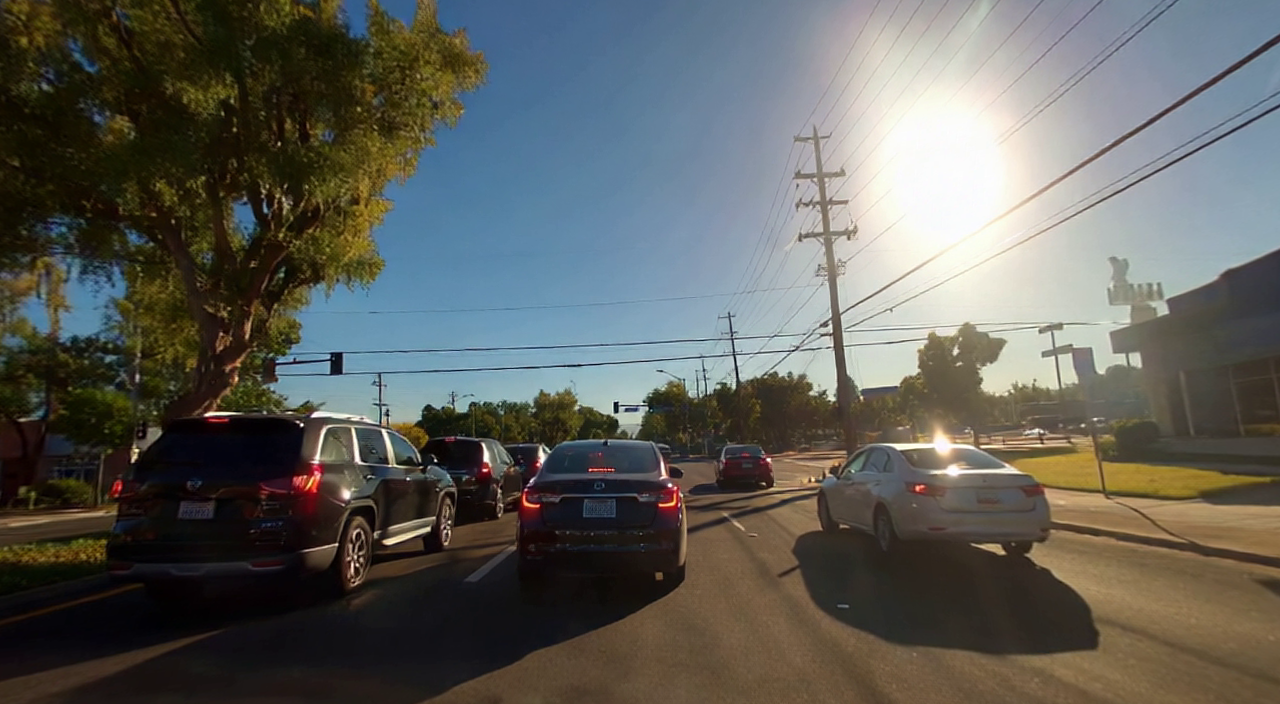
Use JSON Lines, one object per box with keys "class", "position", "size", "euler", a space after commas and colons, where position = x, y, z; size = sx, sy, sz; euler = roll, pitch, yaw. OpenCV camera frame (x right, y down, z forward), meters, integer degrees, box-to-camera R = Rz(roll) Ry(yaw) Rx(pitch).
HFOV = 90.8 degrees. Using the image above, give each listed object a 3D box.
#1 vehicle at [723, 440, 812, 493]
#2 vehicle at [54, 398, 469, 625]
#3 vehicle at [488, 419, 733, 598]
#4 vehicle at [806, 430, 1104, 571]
{"class": "vehicle", "position": [3.816, 3.494, 19.679], "size": [1.876, 1.456, 4.025], "euler": [0, -9, -1]}
{"class": "vehicle", "position": [-3.439, 1.520, 6.972], "size": [1.979, 1.697, 4.254], "euler": [0, -9, -1]}
{"class": "vehicle", "position": [-0.310, 1.631, 7.392], "size": [2.097, 1.511, 3.809], "euler": [0, -9, -2]}
{"class": "vehicle", "position": [3.918, 1.898, 8.925], "size": [1.909, 1.473, 4.361], "euler": [0, -9, -1]}
